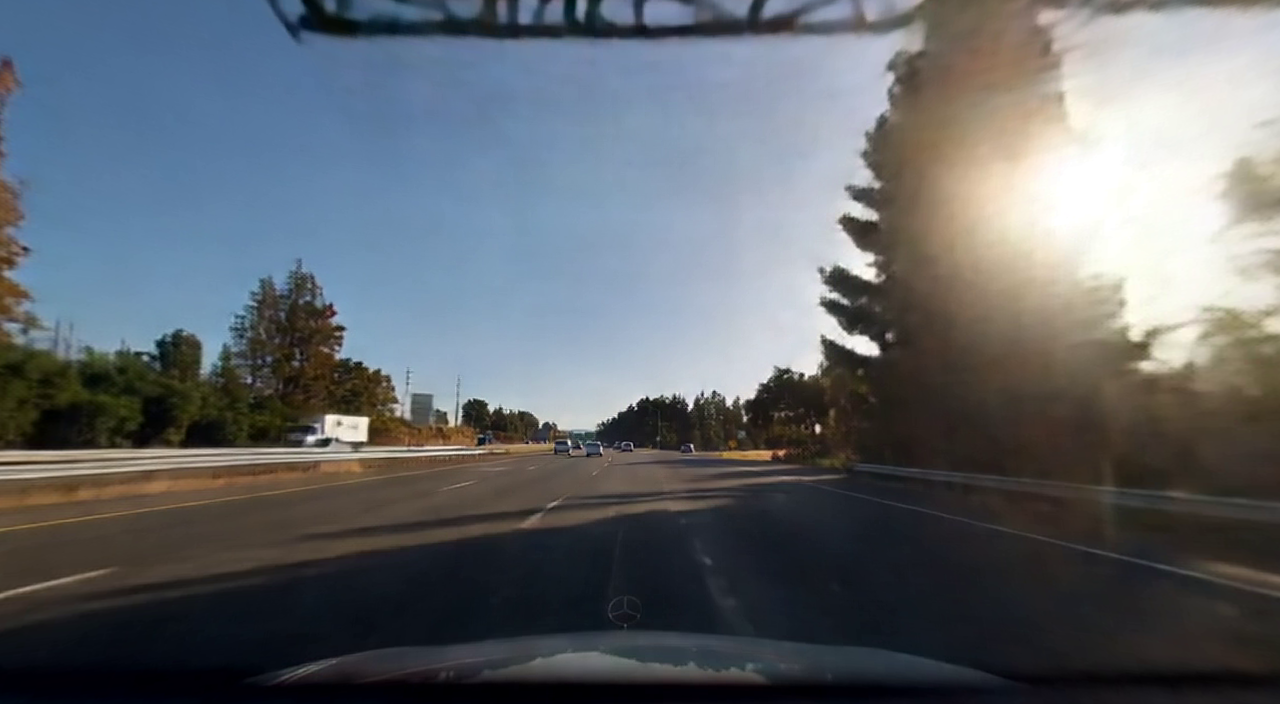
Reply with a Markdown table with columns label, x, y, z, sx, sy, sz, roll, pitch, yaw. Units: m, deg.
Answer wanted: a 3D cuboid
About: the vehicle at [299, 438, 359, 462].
| label | x | y | z | sx | sy | sz | roll | pitch | yaw |
| --- | --- | --- | --- | --- | --- | --- | --- | --- | --- |
| vehicle | -21.303 | 6.739 | 43.167 | 1.890 | 1.528 | 4.519 | 0 | -8 | -1 |
